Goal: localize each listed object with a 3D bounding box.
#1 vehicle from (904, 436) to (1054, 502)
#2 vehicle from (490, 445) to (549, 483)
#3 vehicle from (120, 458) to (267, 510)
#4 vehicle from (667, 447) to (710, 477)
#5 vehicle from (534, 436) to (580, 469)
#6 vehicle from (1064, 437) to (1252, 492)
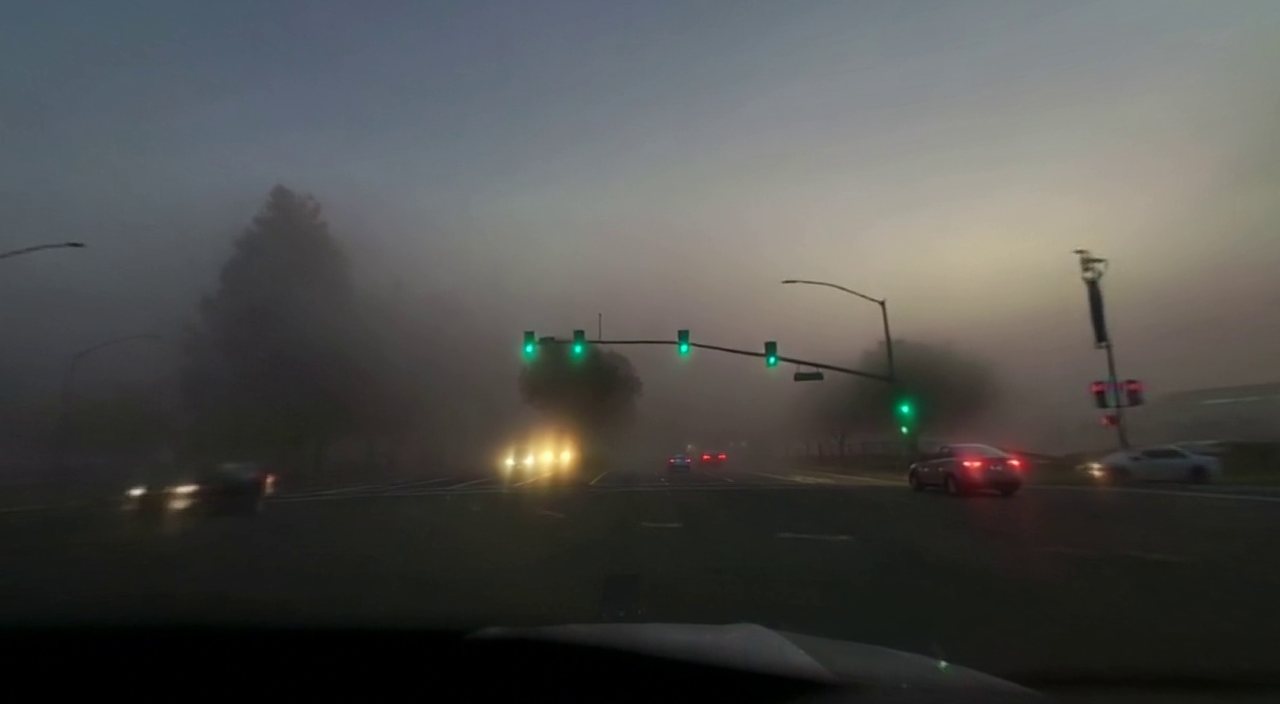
[{"bbox_3d":[9.443,3.289,18.094,1.798,1.621,4.304,0,-9,-2],"label":"vehicle"},{"bbox_3d":[-5.772,5.388,30.722,1.986,1.502,4.224,-5,-8,0],"label":"vehicle"},{"bbox_3d":[-16.083,4.736,23.160,2.000,1.602,4.626,0,-9,0],"label":"vehicle"},{"bbox_3d":[2.650,6.143,35.411,1.917,1.538,4.259,0,-9,-2],"label":"vehicle"},{"bbox_3d":[-5.856,7.191,45.389,2.425,2.167,5.888,-1,-9,1],"label":"vehicle"},{"bbox_3d":[18.965,4.160,23.443,4.805,1.619,1.994,-7,-9,19],"label":"vehicle"}]
